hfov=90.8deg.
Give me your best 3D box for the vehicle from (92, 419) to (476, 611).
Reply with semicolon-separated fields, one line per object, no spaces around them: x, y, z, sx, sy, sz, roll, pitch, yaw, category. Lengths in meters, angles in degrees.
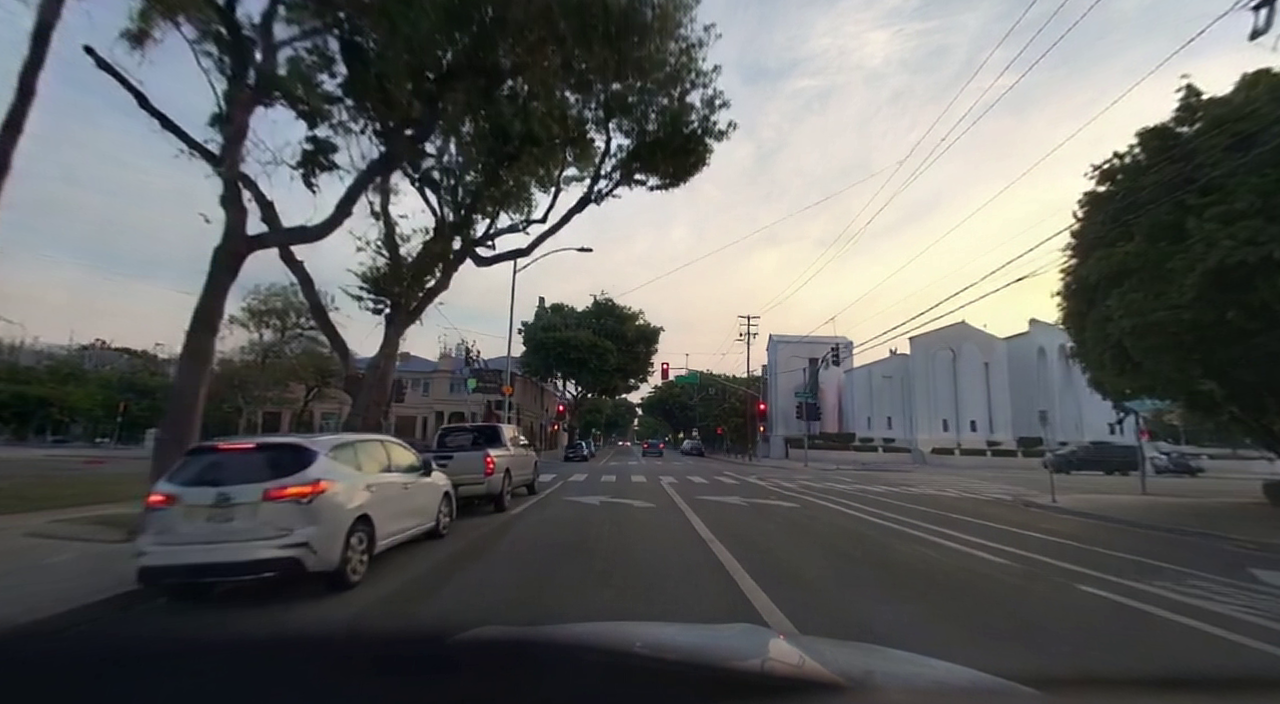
-3.494;1.672;7.502;1.855;1.534;4.644;0;-9;0;vehicle
